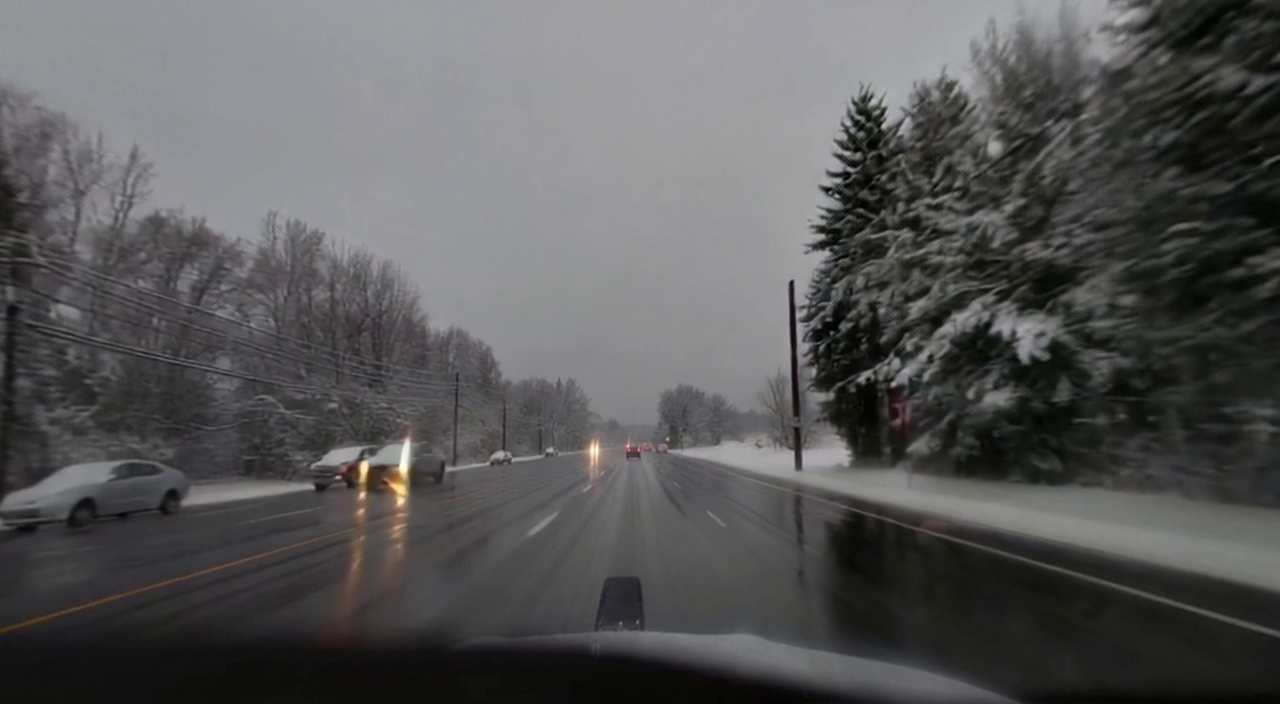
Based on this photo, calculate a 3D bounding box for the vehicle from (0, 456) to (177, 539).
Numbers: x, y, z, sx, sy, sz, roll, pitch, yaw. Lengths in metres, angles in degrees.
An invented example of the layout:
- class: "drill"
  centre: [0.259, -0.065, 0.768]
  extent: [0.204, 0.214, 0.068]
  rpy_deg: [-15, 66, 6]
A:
- class: "vehicle"
  centre: [-14.491, 3.644, 16.301]
  extent: [2.054, 1.630, 4.211]
  rpy_deg: [-4, -7, -3]

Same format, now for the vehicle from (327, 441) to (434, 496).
- class: "vehicle"
  centre: [-9.958, 4.491, 24.810]
  extent: [2.110, 1.811, 5.190]
  rpy_deg: [-2, -9, -1]
